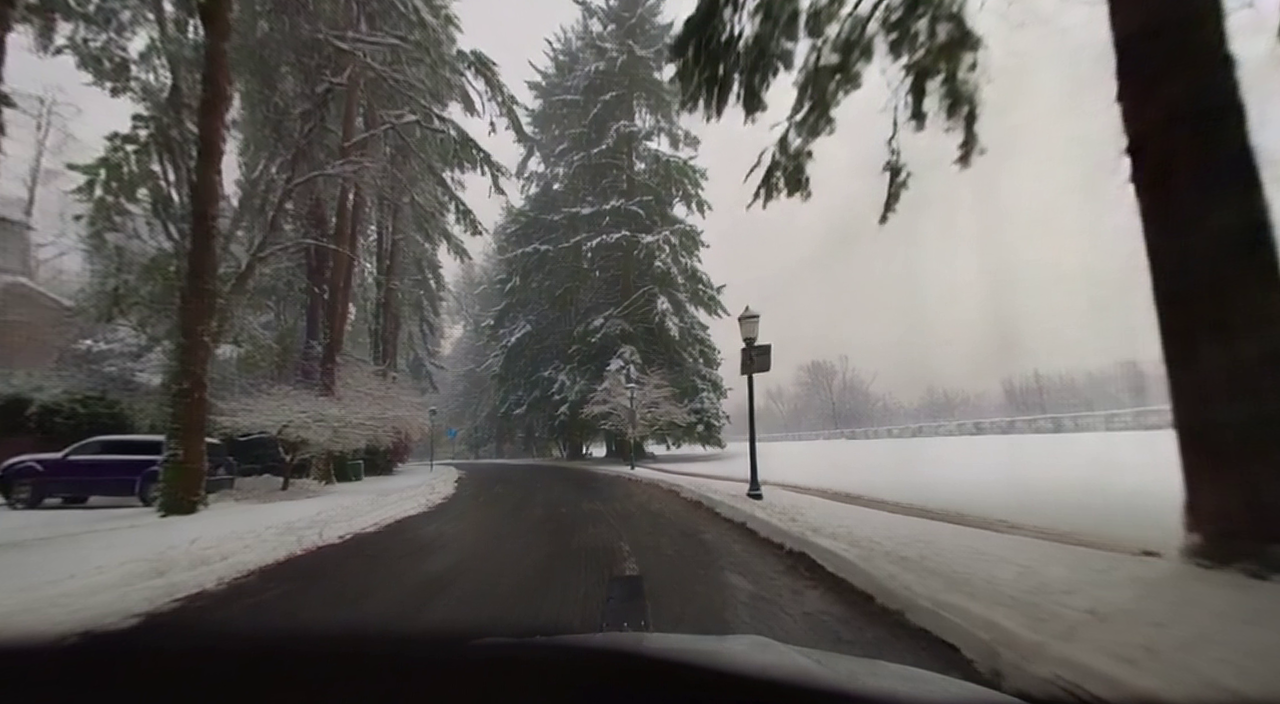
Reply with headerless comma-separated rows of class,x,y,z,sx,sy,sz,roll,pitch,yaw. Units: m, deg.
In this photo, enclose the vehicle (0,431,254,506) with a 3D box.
vehicle,-12.056,2.717,14.966,4.471,1.638,1.877,0,-8,-1
